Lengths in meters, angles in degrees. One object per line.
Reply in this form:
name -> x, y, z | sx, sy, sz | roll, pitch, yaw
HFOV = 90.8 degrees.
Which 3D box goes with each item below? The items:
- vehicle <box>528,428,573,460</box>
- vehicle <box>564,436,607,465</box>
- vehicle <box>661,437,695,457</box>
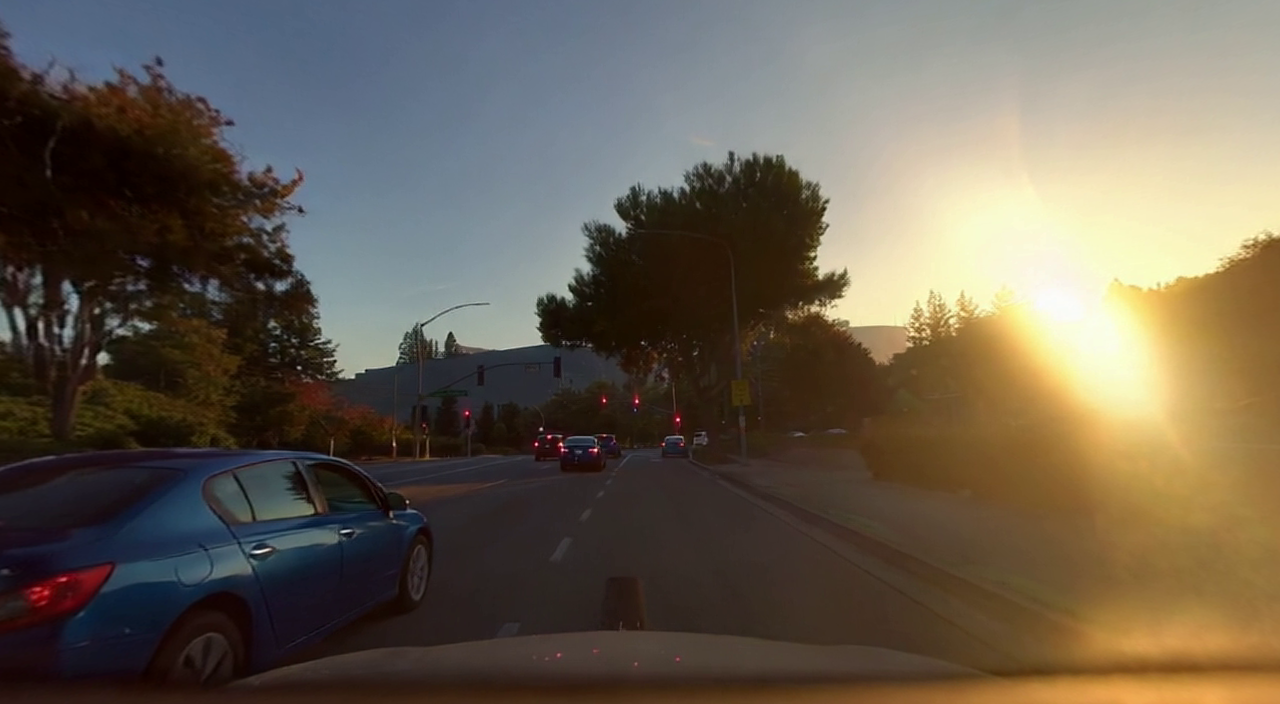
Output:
vehicle -> -6.104, 6.389, 43.685 | 2.390, 2.020, 5.085 | 0, -9, 0
vehicle -> -2.996, 5.533, 35.495 | 1.979, 1.492, 3.930 | 0, -9, 1
vehicle -> 2.908, 7.229, 47.968 | 1.945, 1.410, 4.284 | -2, -9, 12
